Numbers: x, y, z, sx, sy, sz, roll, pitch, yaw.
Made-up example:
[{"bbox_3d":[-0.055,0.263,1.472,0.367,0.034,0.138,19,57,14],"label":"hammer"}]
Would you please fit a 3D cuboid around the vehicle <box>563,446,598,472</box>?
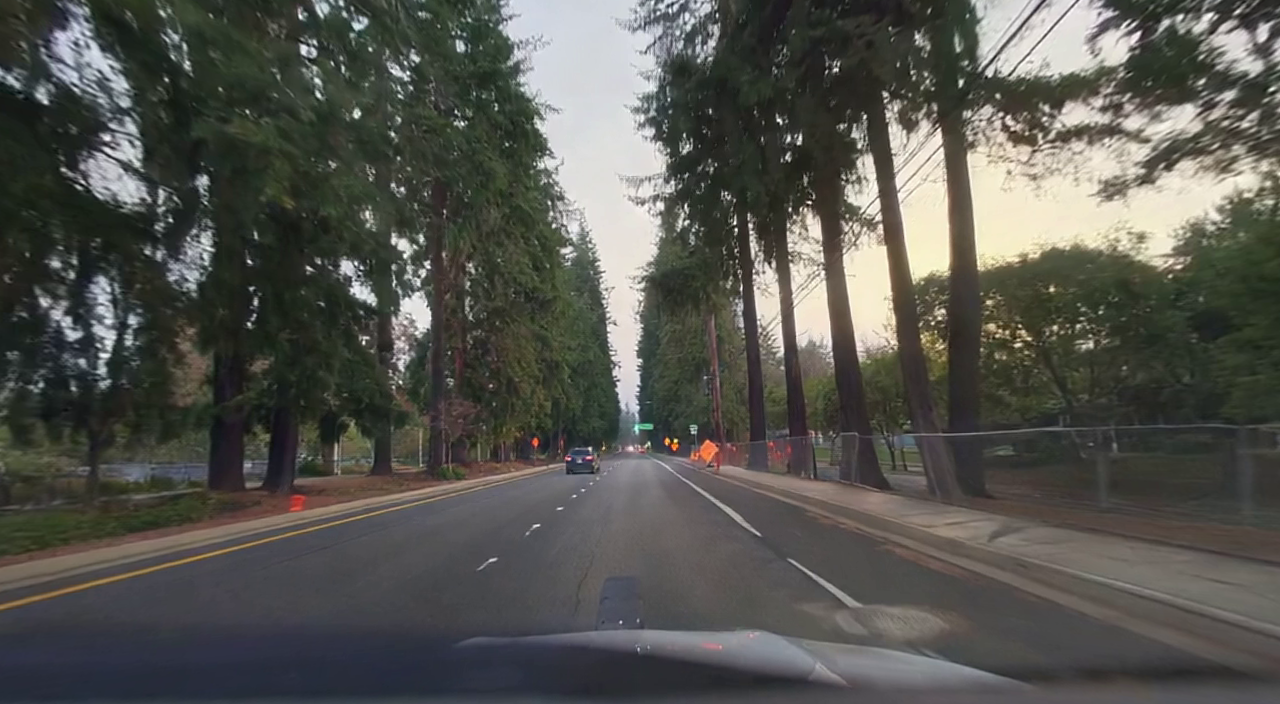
[{"bbox_3d":[-3.924,7.145,42.336,1.992,1.608,3.868,0,-9,0],"label":"vehicle"}]
